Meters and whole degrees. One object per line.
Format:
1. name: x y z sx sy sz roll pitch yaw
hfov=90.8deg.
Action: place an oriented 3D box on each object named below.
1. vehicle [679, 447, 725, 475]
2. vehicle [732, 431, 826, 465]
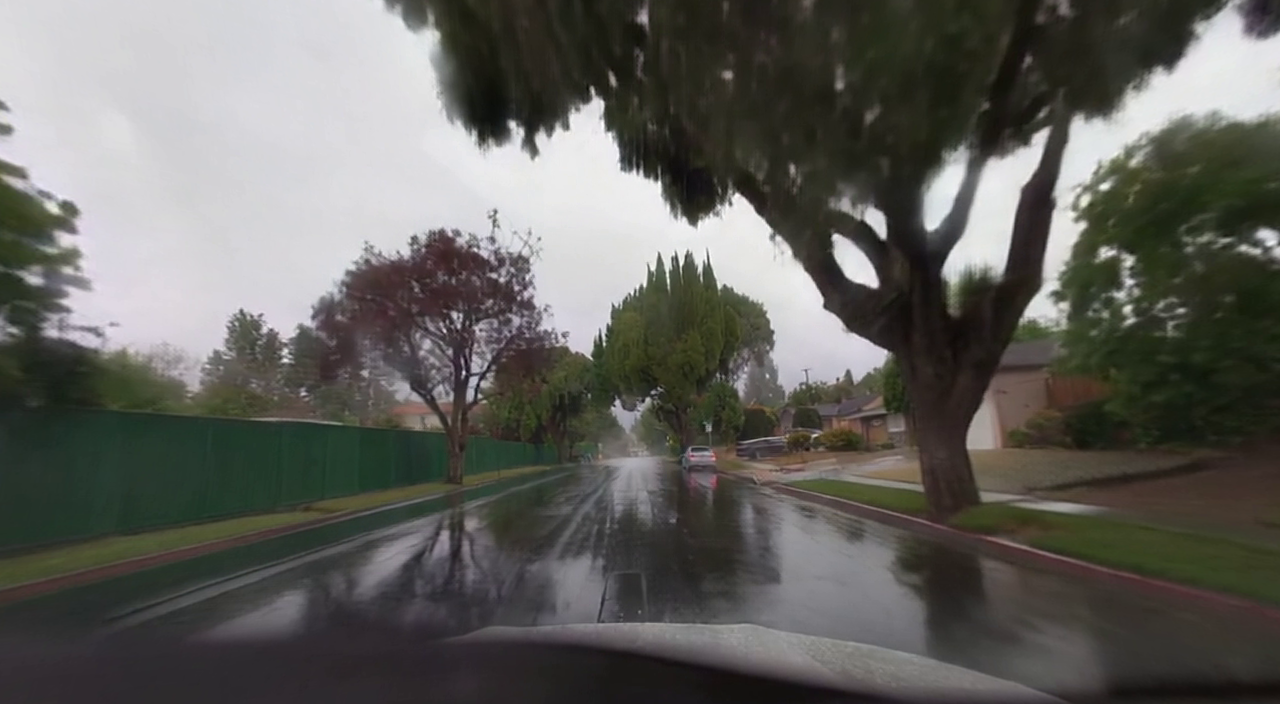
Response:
1. vehicle: 3.667 6.497 38.023 2.051 1.524 5.047 0 -9 -2
2. vehicle: 9.604 6.716 44.111 5.935 1.911 2.236 -4 -9 0
